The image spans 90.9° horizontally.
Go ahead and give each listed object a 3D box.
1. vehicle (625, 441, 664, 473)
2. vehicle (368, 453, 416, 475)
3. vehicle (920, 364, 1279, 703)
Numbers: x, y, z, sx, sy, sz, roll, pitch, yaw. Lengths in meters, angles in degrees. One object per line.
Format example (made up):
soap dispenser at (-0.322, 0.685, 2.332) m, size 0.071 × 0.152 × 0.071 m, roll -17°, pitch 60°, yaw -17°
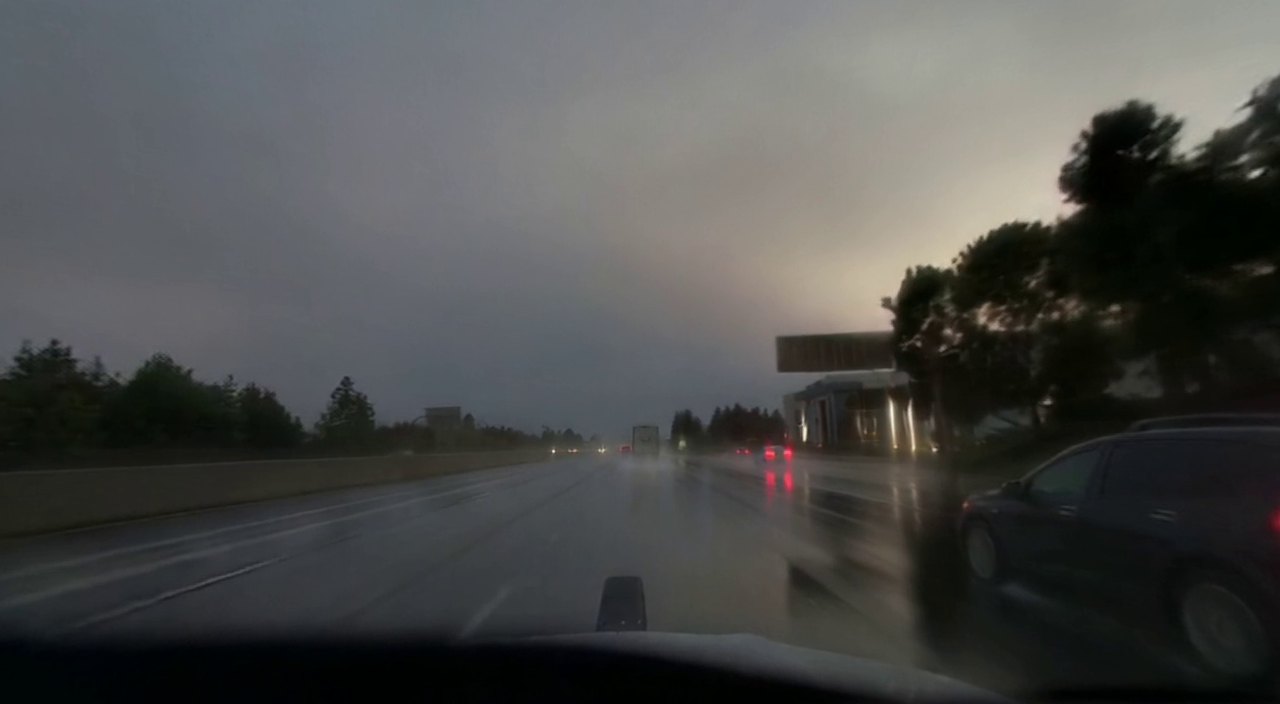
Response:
vehicle at (0.228, 5.808, 34.836) m, size 2.015 × 1.639 × 4.086 m, roll 0°, pitch -9°, yaw 0°
vehicle at (-19.545, 8.847, 49.922) m, size 1.884 × 1.642 × 4.551 m, roll 0°, pitch -9°, yaw 1°
vehicle at (3.927, 1.041, 3.994) m, size 2.008 × 1.595 × 5.082 m, roll 0°, pitch -9°, yaw 1°
